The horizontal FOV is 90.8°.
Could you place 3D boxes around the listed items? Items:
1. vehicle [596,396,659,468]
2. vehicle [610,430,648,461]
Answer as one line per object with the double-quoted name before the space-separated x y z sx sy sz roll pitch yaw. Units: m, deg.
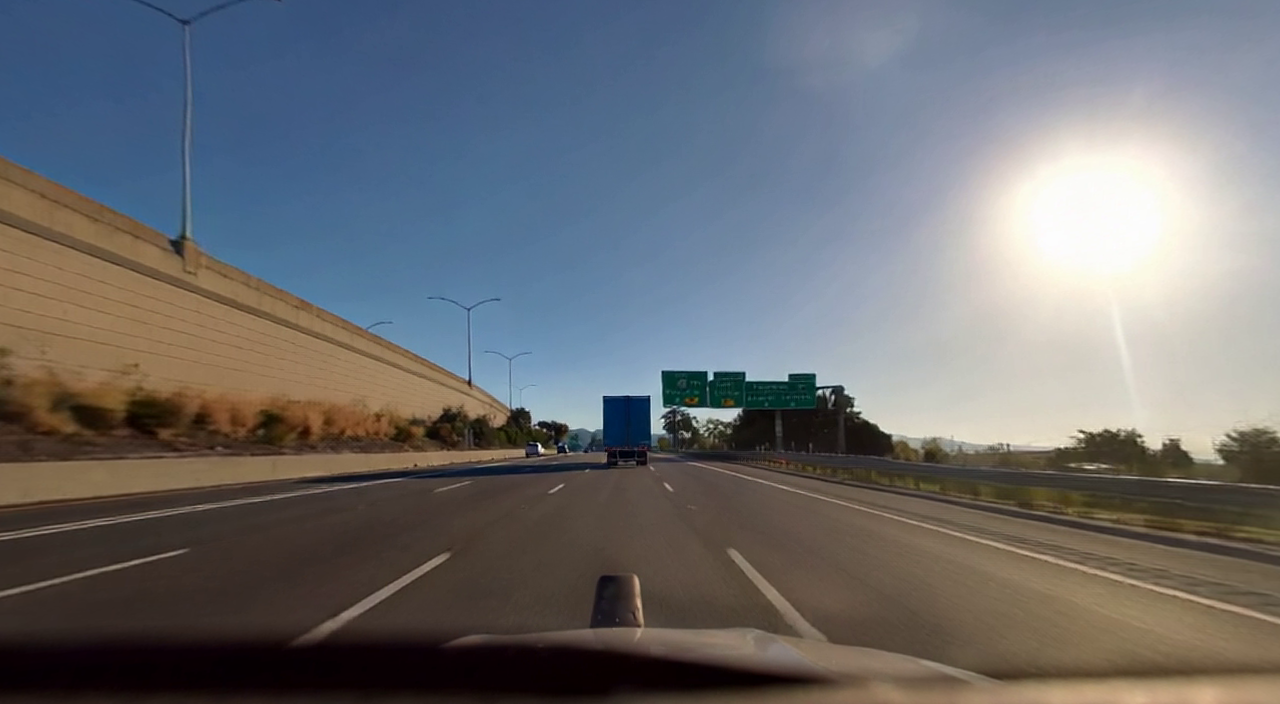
"vehicle" -0.621 5.082 39.040 3.233 3.678 11.032 2 -9 0
"vehicle" -0.638 5.346 36.193 2.052 1.666 4.358 1 -8 -1
